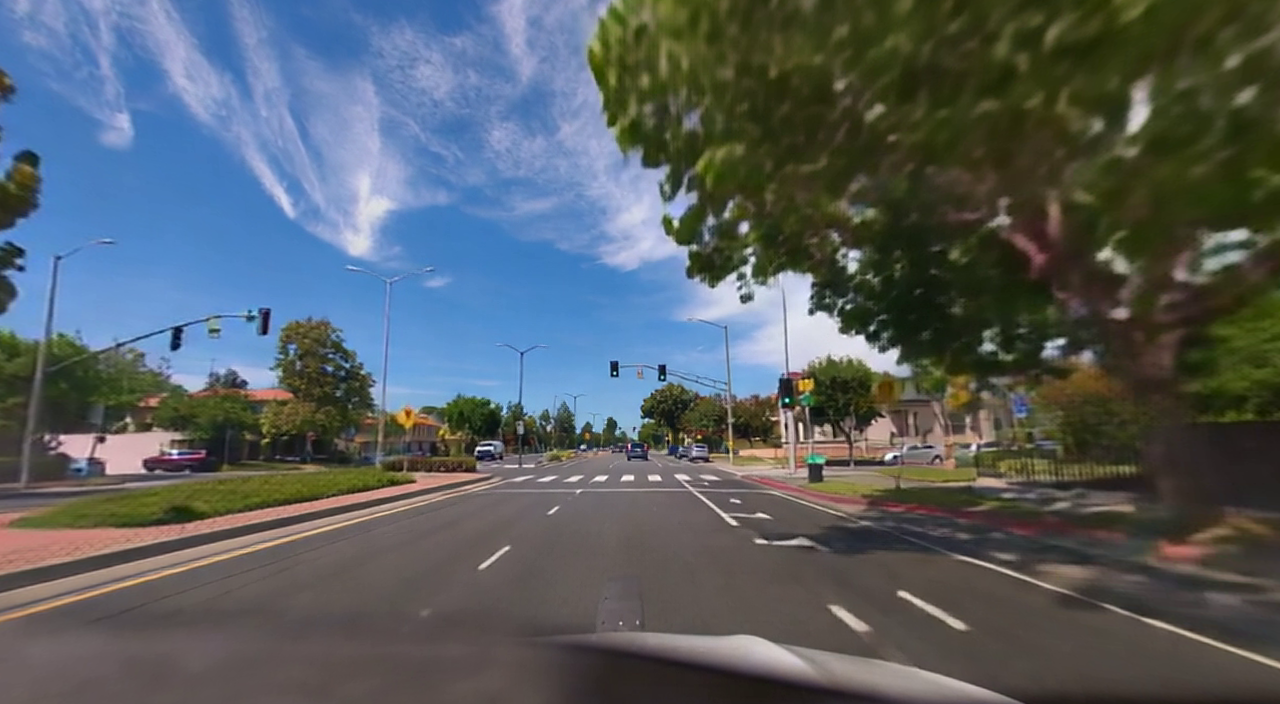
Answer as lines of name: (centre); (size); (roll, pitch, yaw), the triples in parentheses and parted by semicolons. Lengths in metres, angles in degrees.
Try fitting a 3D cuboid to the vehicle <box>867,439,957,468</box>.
vehicle: (16.822, 6.301, 39.208); (4.561, 1.723, 2.030); (1, -9, -5)
